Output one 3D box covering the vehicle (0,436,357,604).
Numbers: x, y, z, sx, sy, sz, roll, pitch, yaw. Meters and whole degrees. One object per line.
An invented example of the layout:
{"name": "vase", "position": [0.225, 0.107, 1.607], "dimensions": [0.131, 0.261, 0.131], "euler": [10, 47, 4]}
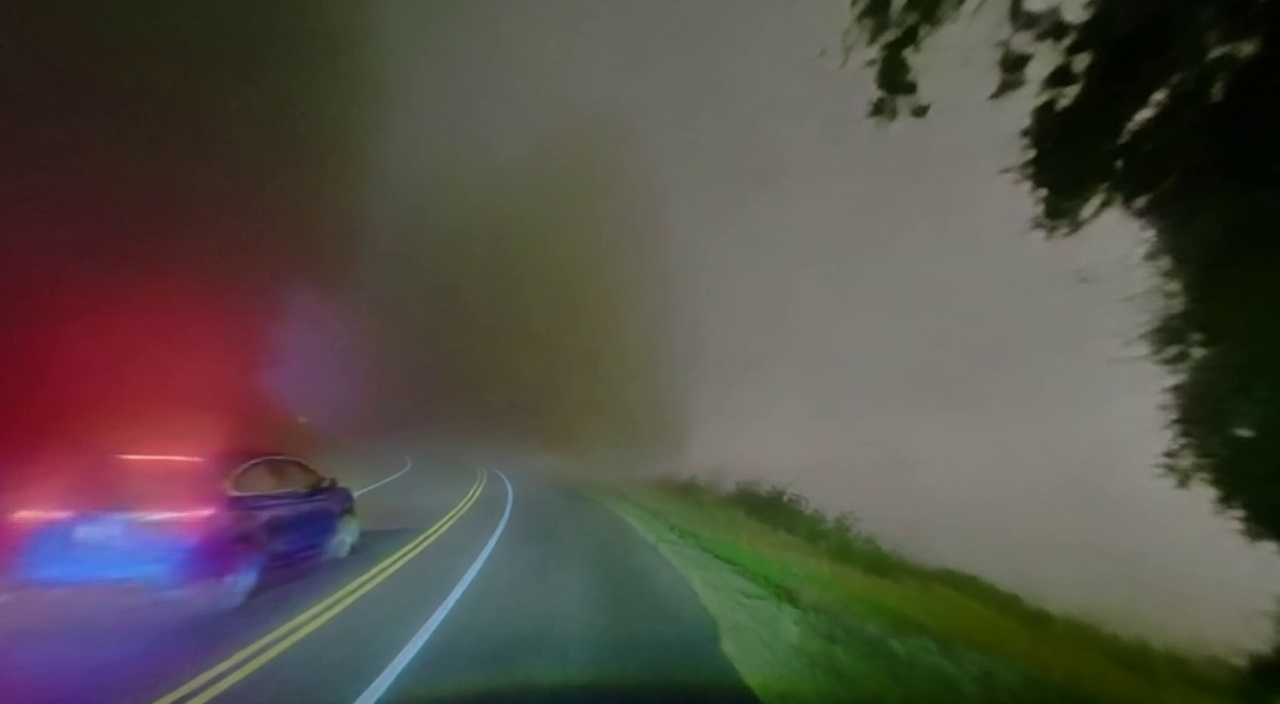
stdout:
{"name": "vehicle", "position": [-5.419, 1.855, 7.955], "dimensions": [2.042, 1.483, 4.288], "euler": [0, -9, -5]}
